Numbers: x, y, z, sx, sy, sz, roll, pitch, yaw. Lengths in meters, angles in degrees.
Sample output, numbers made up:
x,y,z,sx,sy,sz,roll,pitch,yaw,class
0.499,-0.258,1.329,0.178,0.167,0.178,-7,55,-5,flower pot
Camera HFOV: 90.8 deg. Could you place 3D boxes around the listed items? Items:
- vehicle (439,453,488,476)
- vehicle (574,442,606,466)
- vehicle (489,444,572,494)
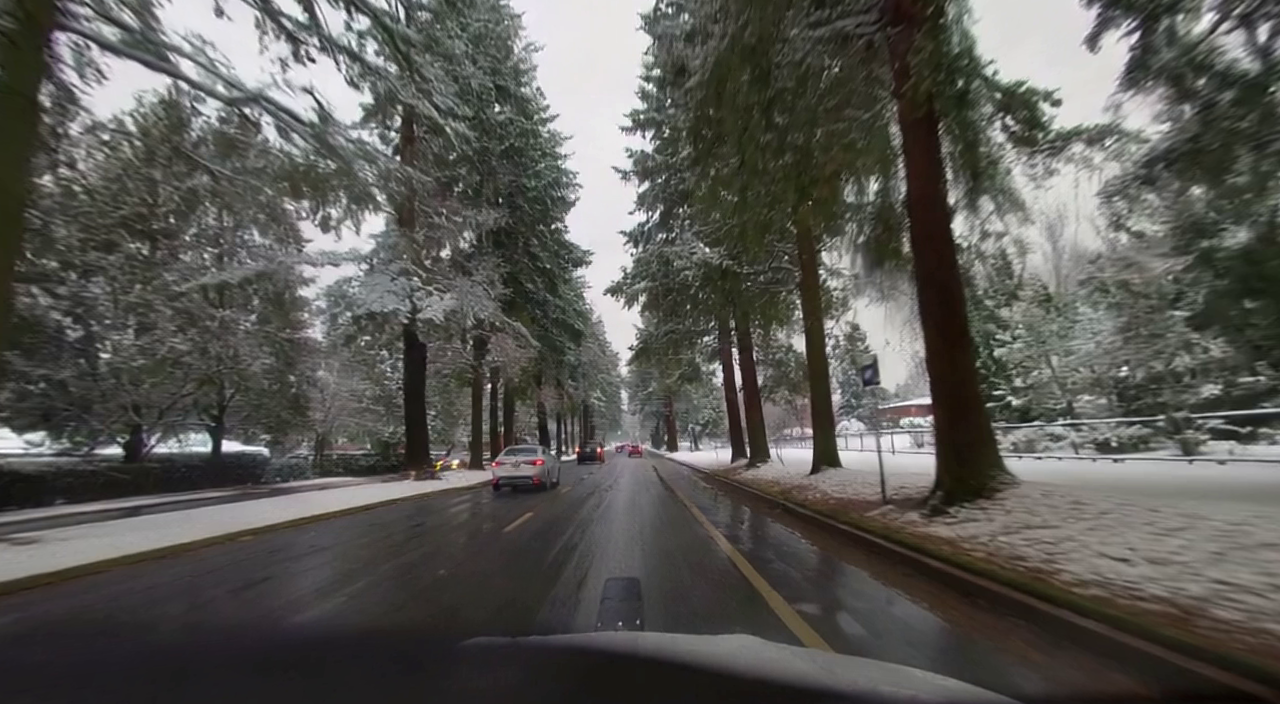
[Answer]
x,y,z,sx,sy,sz,roll,pitch,yaw,class
-11.818,7.536,42.553,1.924,1.430,4.417,-1,-9,1,vehicle
-3.783,7.755,48.286,2.077,1.725,4.153,0,-9,1,vehicle
-3.439,3.759,20.660,1.932,1.431,4.144,0,-9,0,vehicle
